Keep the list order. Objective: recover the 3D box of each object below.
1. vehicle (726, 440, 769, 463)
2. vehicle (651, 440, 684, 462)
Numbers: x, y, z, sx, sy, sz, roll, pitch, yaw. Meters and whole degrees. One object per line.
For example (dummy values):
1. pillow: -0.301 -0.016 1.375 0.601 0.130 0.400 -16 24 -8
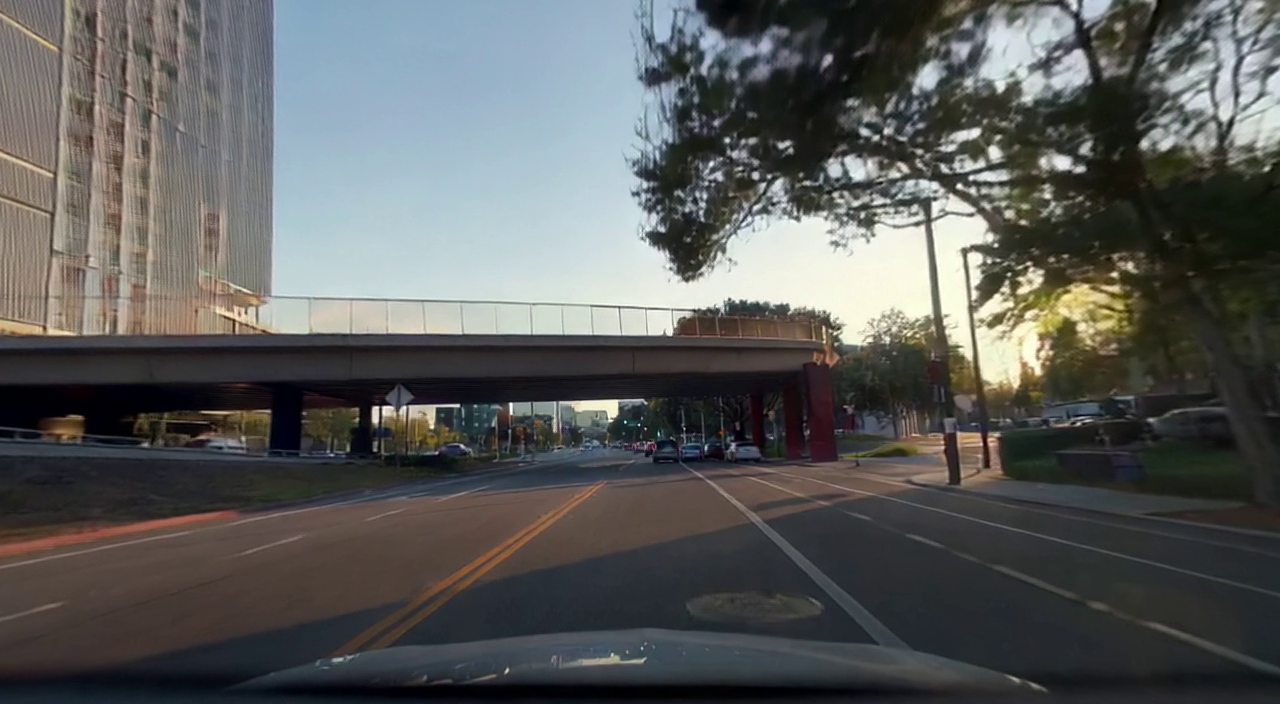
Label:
1. vehicle: 7.348 6.854 43.486 2.035 1.435 4.481 0 -8 -1
2. vehicle: 1.976 7.144 45.587 2.280 1.475 4.051 -1 -8 2
